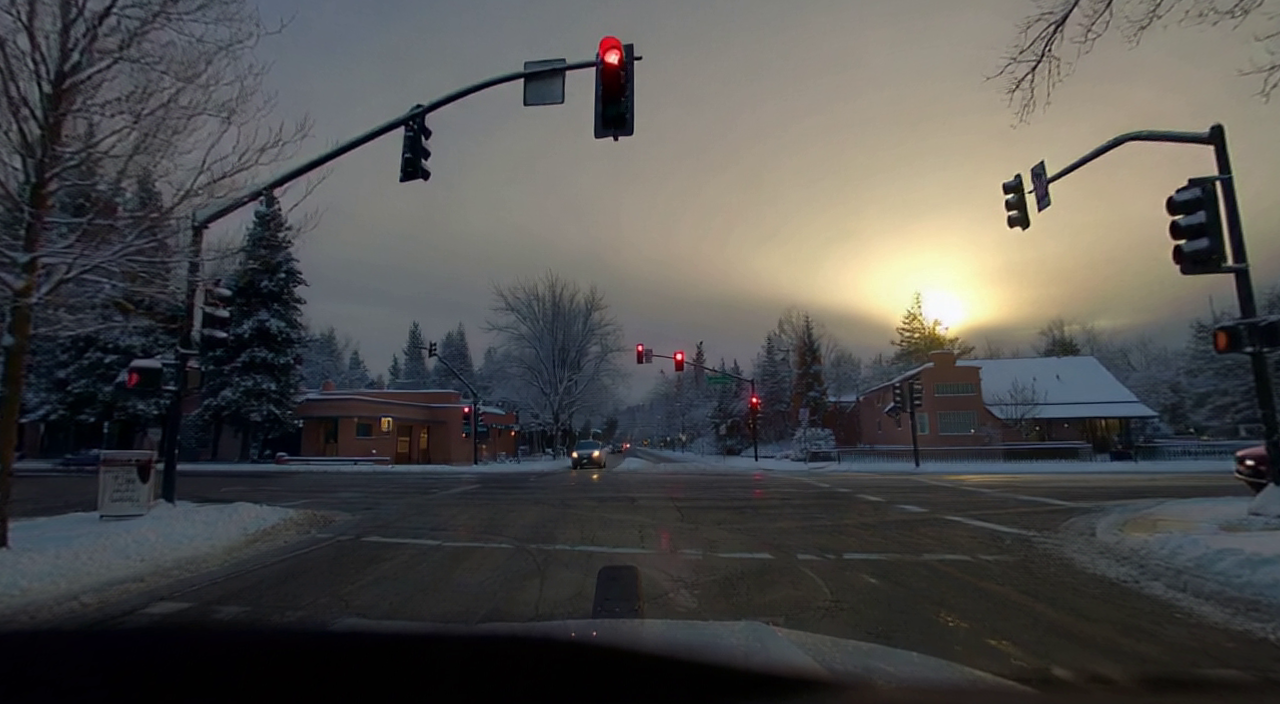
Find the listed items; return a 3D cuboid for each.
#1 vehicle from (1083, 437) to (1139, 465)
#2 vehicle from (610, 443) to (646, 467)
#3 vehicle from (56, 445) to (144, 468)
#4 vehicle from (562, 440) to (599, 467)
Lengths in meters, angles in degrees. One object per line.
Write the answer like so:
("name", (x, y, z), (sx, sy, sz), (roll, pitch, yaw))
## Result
("vehicle", (26.979, 5.661, 36.140), (2.092, 1.474, 4.046), (-8, -11, 41))
("vehicle", (-0.847, 6.832, 41.988), (2.056, 1.492, 3.937), (1, -9, -6))
("vehicle", (-35.059, 6.804, 41.041), (4.628, 1.414, 1.897), (-2, -9, 14))
("vehicle", (-4.105, 7.101, 44.286), (2.251, 1.756, 4.610), (0, -9, -2))
